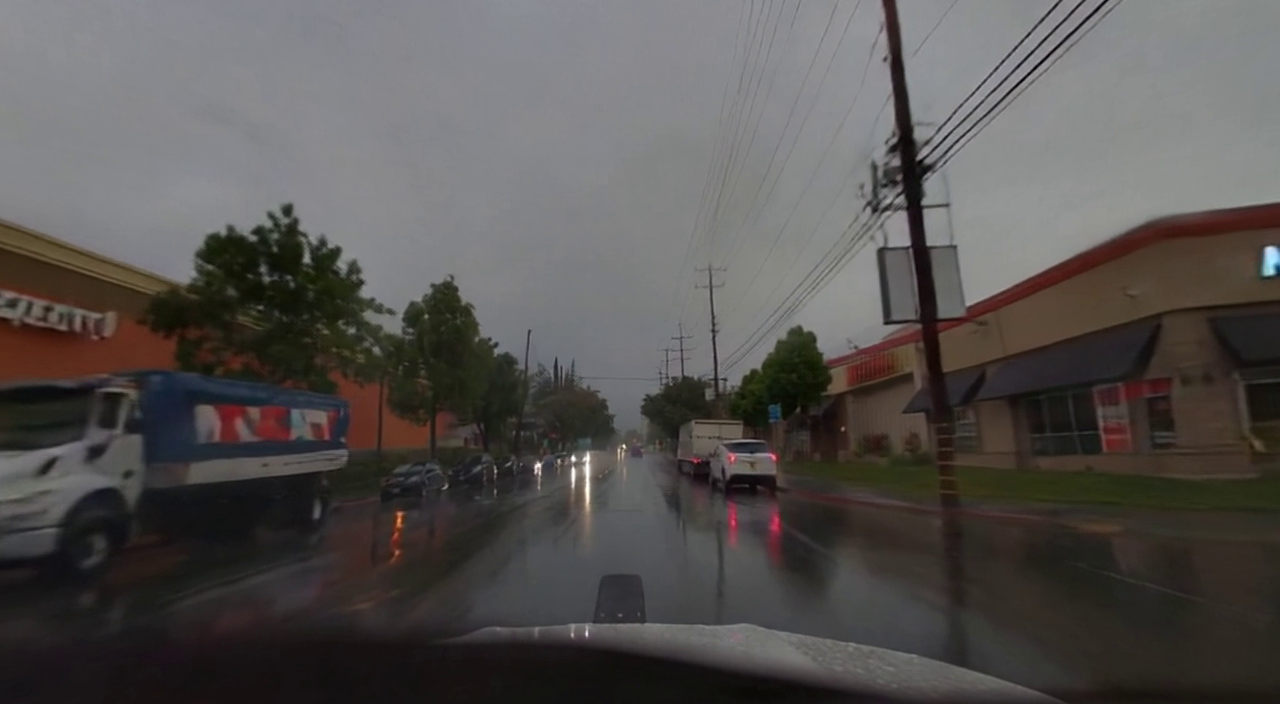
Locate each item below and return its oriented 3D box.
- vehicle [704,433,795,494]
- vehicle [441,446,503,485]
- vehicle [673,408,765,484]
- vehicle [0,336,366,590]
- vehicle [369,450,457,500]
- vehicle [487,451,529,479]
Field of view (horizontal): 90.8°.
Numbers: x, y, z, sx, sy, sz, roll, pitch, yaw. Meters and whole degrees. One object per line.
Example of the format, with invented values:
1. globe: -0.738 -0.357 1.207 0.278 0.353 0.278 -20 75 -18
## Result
1. vehicle: 3.514 3.685 21.286 2.097 1.784 4.915 0 -8 -1
2. vehicle: -8.064 5.437 30.647 1.882 1.639 4.187 -3 -8 0
3. vehicle: 3.653 4.612 31.904 3.011 3.127 8.608 -3 -7 -3
4. vehicle: -8.182 1.910 11.685 2.745 3.157 7.388 -1 -8 1
5. vehicle: -8.139 4.409 23.024 1.704 1.464 4.089 -3 -8 0
6. vehicle: -7.997 6.862 38.520 1.678 1.468 3.706 -4 -9 0
